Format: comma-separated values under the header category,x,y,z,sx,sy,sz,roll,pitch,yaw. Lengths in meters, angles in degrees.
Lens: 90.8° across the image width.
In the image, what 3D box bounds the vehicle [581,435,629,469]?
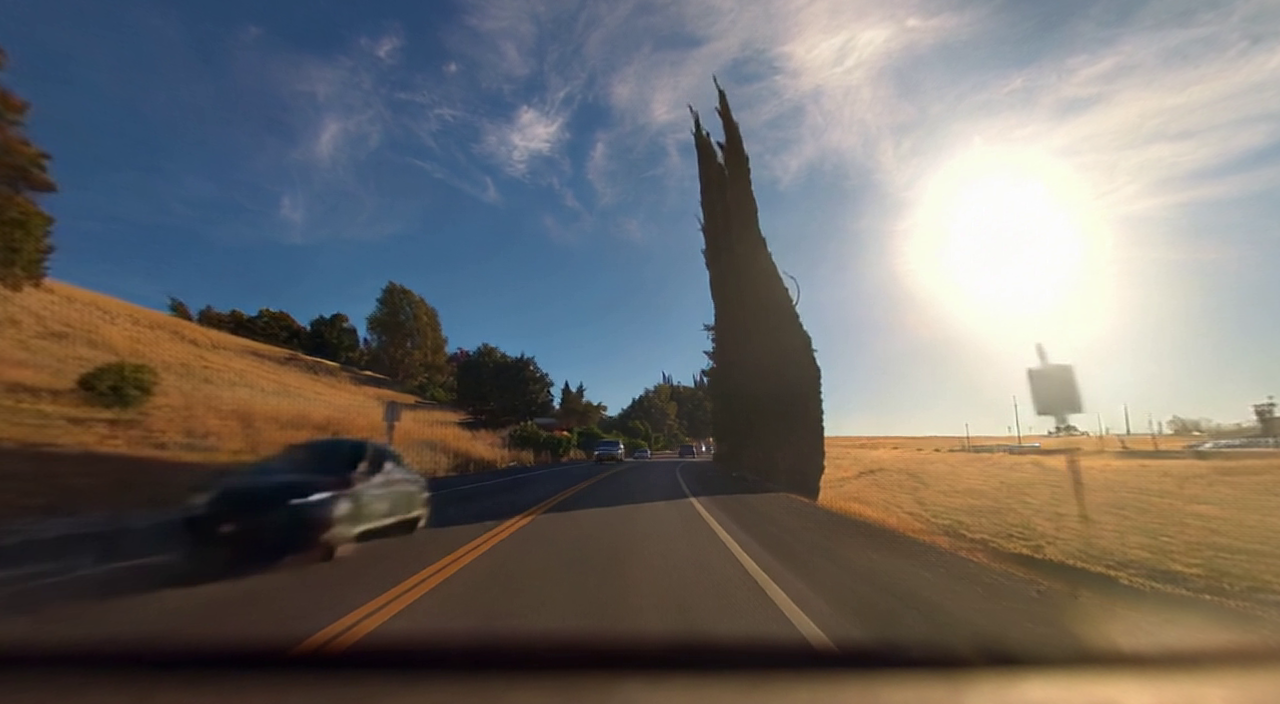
category,x,y,z,sx,sy,sz,roll,pitch,yaw
vehicle,-2.555,7.704,49.001,2.825,2.376,7.468,-1,-8,4

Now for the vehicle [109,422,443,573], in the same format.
category,x,y,z,sx,sy,sz,roll,pitch,yaw
vehicle,-4.569,1.874,8.964,2.049,1.566,4.387,-1,-8,1
